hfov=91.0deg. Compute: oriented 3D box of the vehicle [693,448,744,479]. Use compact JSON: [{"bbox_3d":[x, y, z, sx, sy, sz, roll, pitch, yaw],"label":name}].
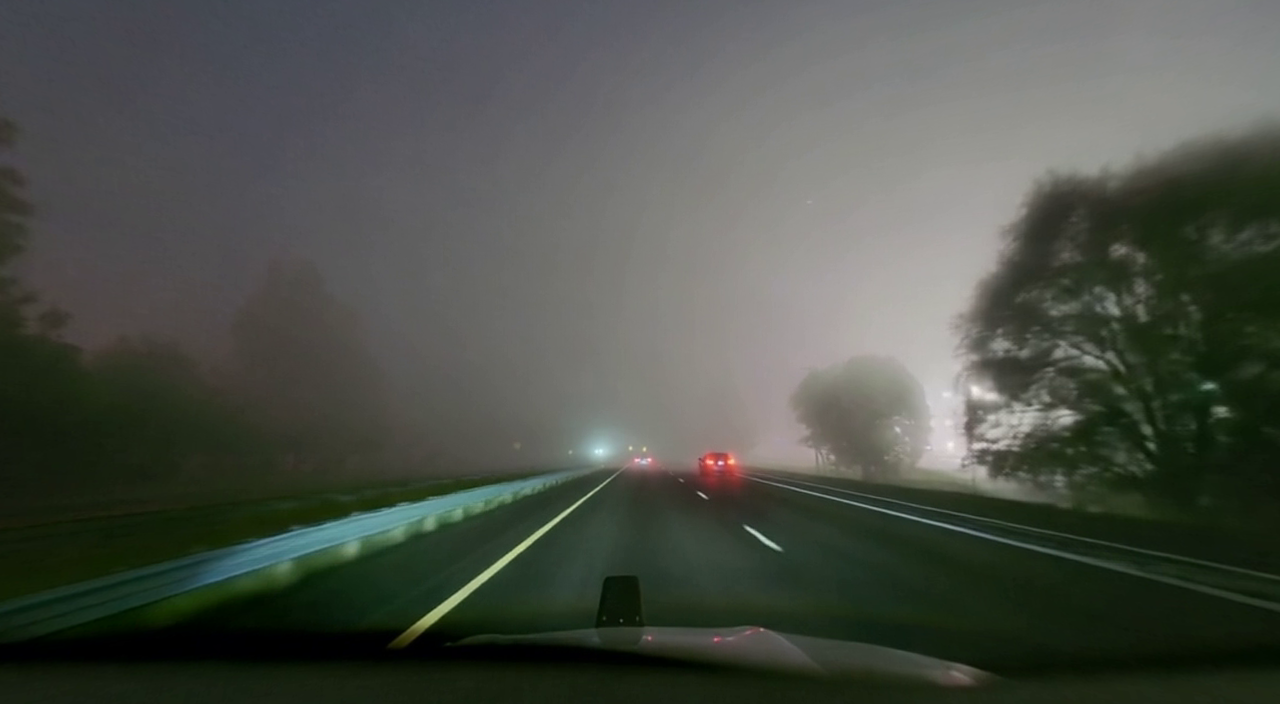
[{"bbox_3d":[4.151,5.962,33.939,2.115,1.522,4.330,0,-9,-1],"label":"vehicle"}]
